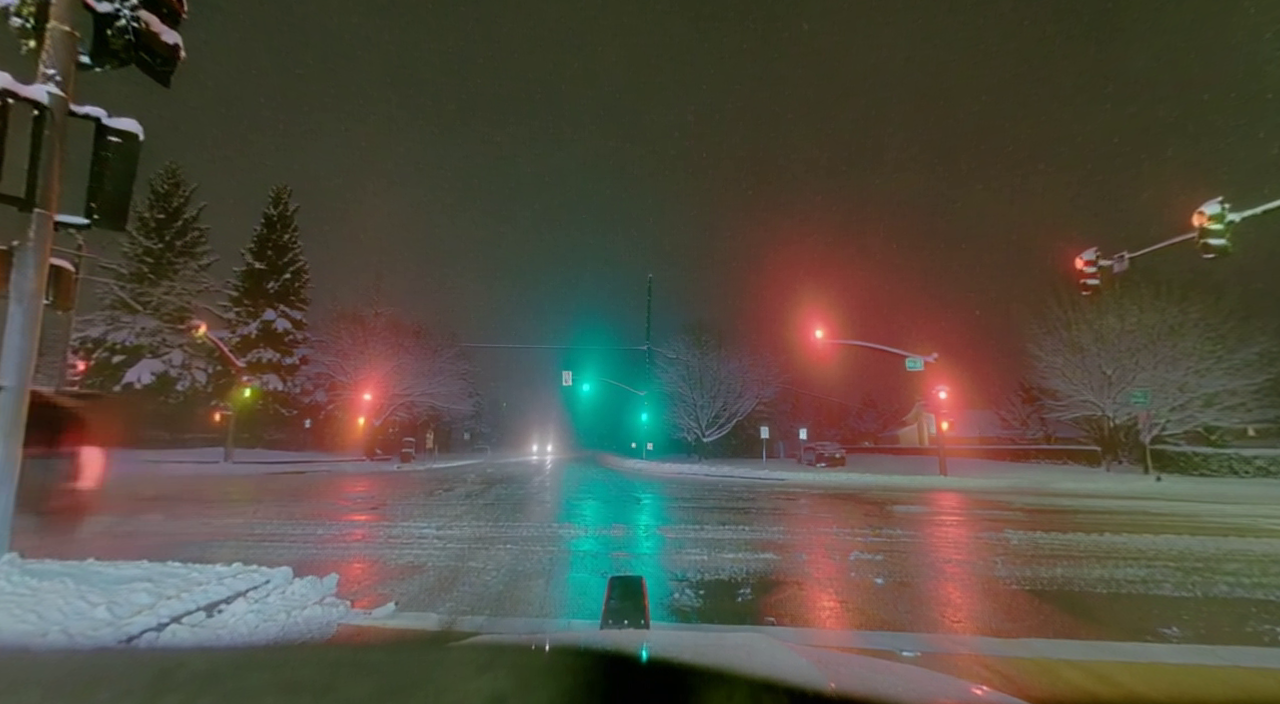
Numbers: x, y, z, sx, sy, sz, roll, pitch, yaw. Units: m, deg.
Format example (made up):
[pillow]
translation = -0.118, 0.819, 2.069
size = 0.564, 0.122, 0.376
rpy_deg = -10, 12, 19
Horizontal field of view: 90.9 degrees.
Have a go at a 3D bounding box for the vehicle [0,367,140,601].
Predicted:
[vehicle]
translation = -6.091, 0.810, 3.437
size = 2.234, 1.796, 5.416
rpy_deg = 0, -8, 0
